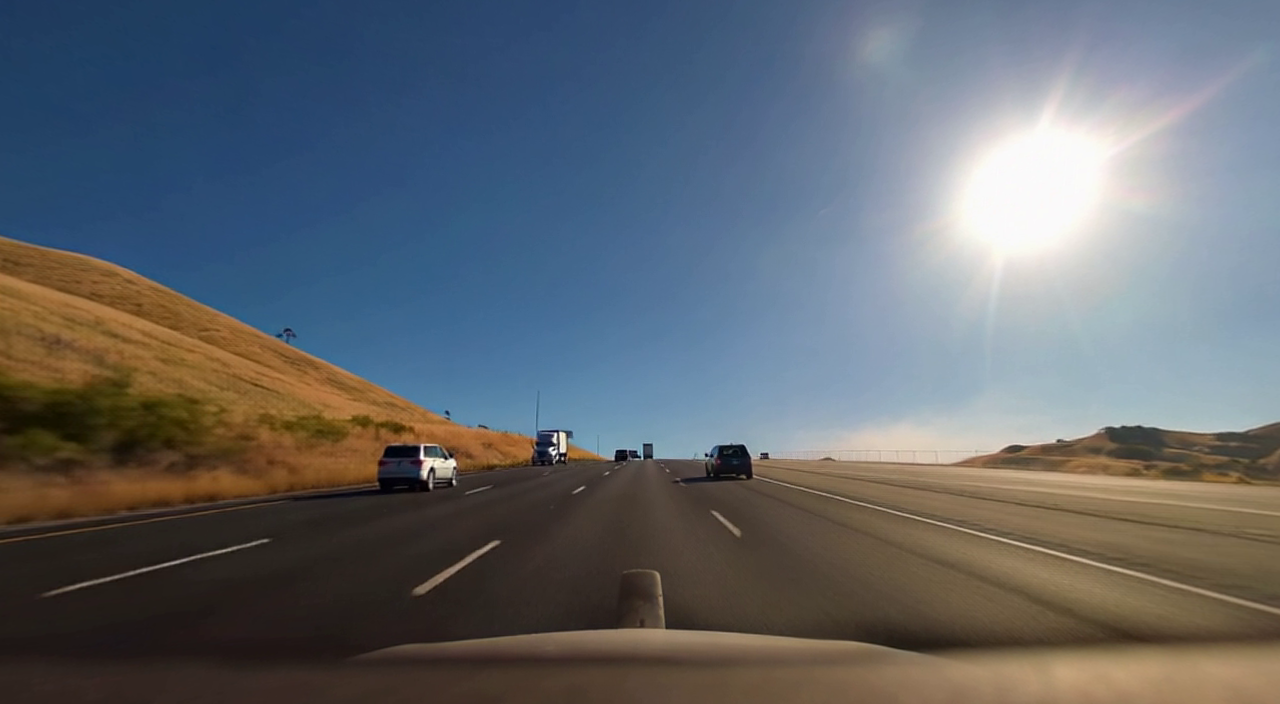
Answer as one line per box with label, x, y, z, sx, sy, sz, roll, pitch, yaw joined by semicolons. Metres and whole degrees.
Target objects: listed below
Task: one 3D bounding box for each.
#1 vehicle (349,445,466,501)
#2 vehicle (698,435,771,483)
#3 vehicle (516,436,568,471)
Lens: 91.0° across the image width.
vehicle;-7.239;3.791;20.234;1.935;1.550;4.883;0;-9;0
vehicle;3.770;4.396;26.106;2.231;1.789;4.700;0;-9;-1
vehicle;-7.555;7.999;49.537;2.937;2.509;7.090;0;-9;0
